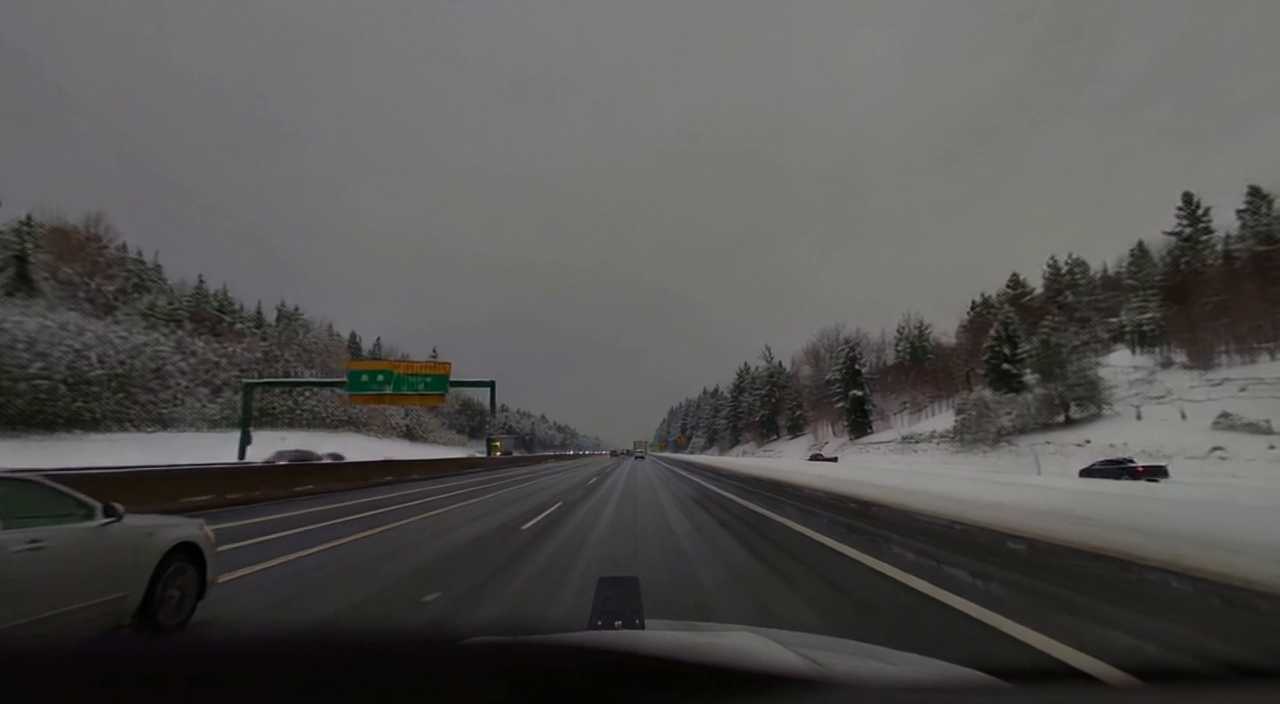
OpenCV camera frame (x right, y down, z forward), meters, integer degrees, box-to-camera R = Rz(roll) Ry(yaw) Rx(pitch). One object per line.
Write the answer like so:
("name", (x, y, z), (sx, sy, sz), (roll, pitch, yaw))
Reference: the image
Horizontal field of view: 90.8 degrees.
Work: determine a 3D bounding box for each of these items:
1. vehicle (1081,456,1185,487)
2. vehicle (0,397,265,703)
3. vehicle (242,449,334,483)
("vehicle", (30.812, 7.451, 39.534), (1.973, 1.766, 4.726), (8, -12, -41))
("vehicle", (-4.002, 0.998, 2.851), (1.988, 1.585, 4.215), (0, -9, 0))
("vehicle", (-15.768, 5.122, 28.525), (1.874, 1.400, 3.879), (0, -9, 0))
